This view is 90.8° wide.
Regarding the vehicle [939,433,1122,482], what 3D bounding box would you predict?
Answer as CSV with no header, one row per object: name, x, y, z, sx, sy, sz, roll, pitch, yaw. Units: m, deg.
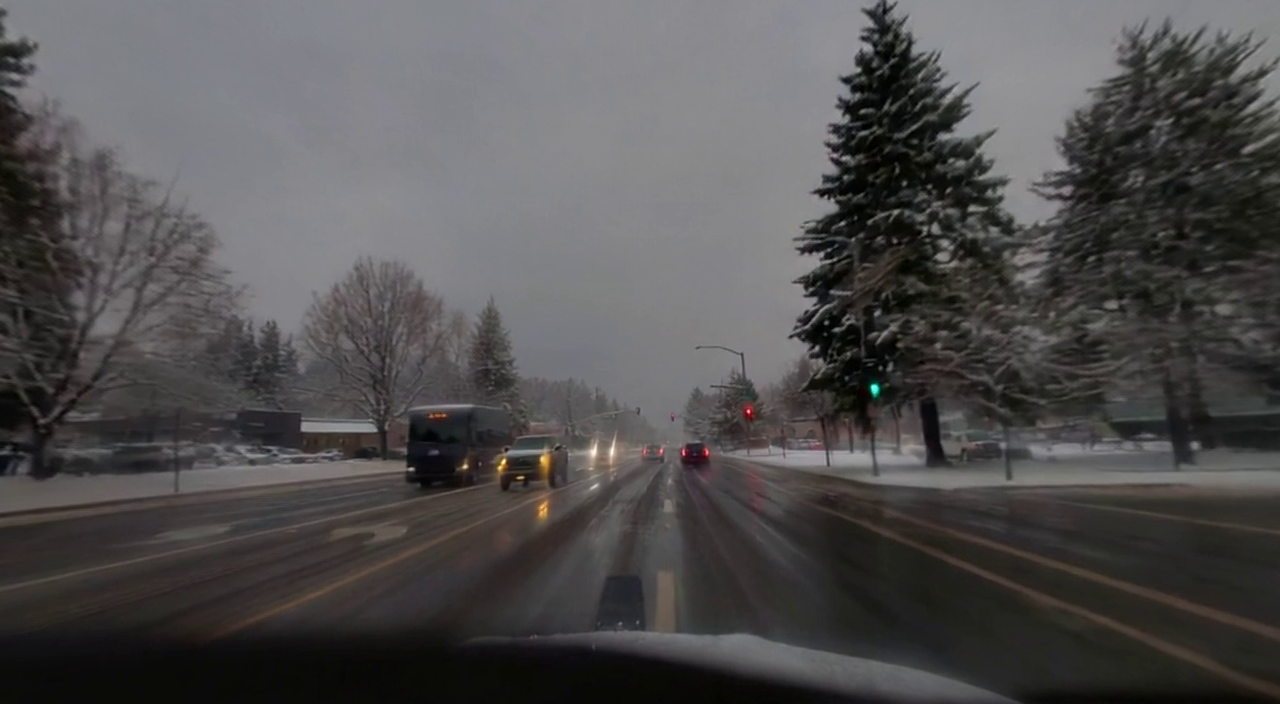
vehicle,18.300,4.956,30.988,2.618,1.565,11.353,-3,-6,4

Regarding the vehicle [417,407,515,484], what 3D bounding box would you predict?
vehicle,-7.332,4.054,27.419,2.251,2.944,5.835,-1,-8,3

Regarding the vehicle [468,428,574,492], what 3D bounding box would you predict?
vehicle,-3.884,3.673,21.983,2.298,1.905,5.777,-1,-8,3

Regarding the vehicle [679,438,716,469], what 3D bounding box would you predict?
vehicle,3.435,6.198,38.693,2.046,1.768,4.370,0,-8,3

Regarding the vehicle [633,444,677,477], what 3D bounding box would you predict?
vehicle,0.663,4.948,29.069,1.917,1.418,3.987,0,-8,1

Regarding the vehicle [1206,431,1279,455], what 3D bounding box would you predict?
vehicle,40.599,6.014,41.707,4.562,1.504,2.068,0,-8,-3

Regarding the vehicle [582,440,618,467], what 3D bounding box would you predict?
vehicle,-2.678,6.961,43.545,2.092,1.779,4.468,0,-8,1
